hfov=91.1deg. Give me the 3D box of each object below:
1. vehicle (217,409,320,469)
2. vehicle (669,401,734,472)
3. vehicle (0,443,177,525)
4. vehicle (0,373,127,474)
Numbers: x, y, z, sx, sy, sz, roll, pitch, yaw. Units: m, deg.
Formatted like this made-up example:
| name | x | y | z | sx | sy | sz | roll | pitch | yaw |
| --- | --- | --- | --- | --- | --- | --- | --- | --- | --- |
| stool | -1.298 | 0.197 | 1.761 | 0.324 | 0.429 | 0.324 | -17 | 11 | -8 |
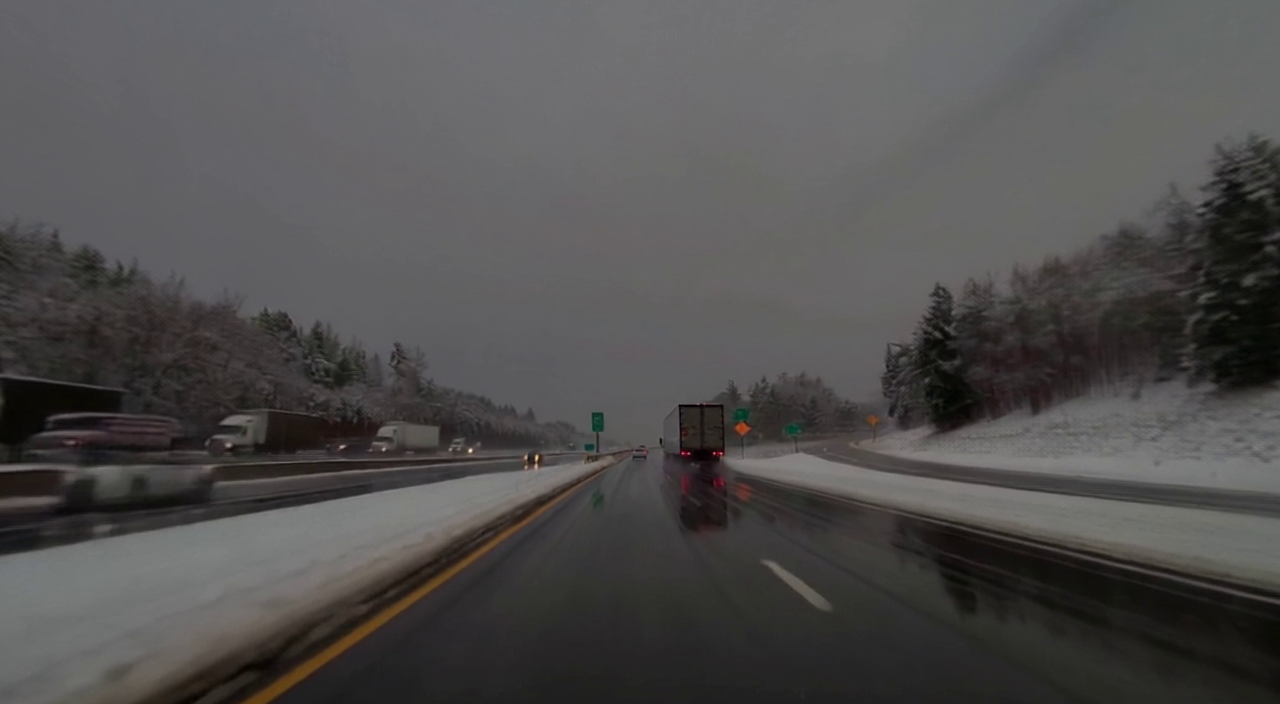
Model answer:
| name | x | y | z | sx | sy | sz | roll | pitch | yaw |
| --- | --- | --- | --- | --- | --- | --- | --- | --- | --- |
| vehicle | -26.604 | 6.355 | 45.528 | 3.120 | 3.923 | 6.859 | 0 | -9 | 0 |
| vehicle | 3.899 | 5.972 | 43.606 | 3.185 | 4.154 | 12.638 | 0 | -9 | 0 |
| vehicle | -13.375 | 2.906 | 14.419 | 2.101 | 1.571 | 4.375 | 0 | -9 | 0 |
| vehicle | -26.309 | 2.976 | 25.534 | 2.933 | 3.877 | 9.896 | 0 | -9 | -3 |
